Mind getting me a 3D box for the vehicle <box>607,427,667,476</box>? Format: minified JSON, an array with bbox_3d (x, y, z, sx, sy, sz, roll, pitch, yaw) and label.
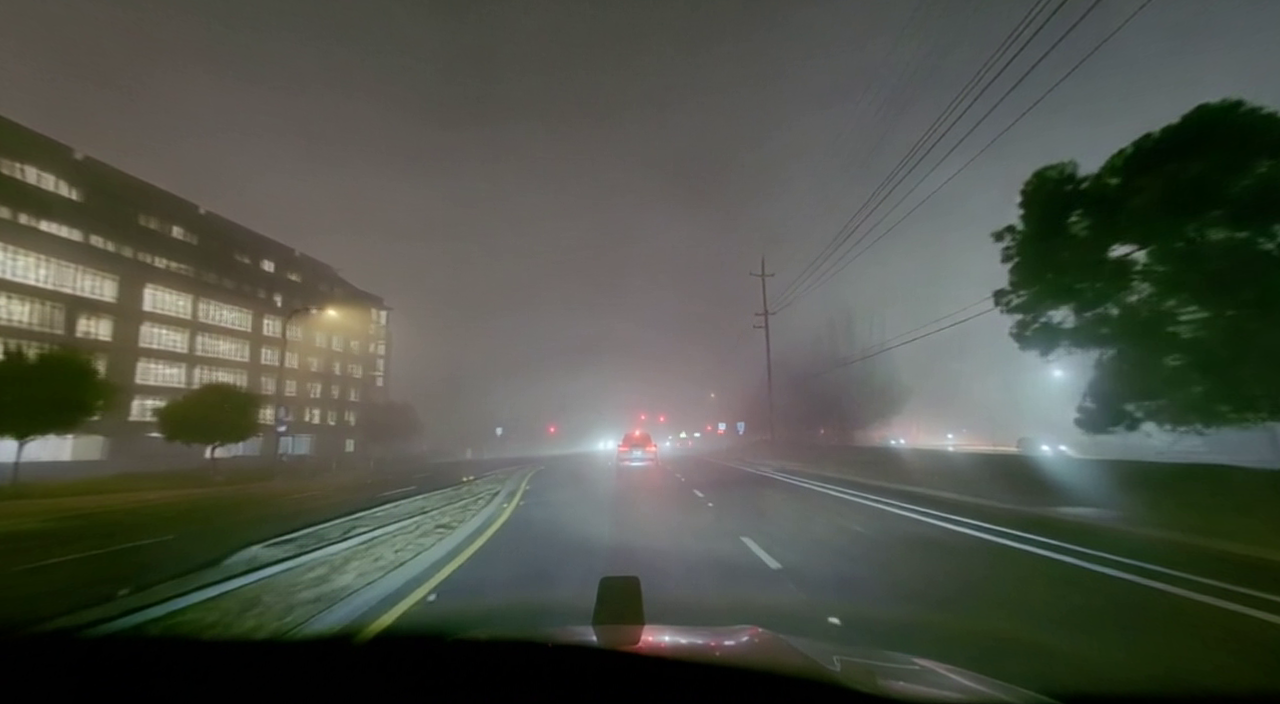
[{"bbox_3d":[-0.112,3.928,25.109,2.189,1.776,4.342,0,-9,0],"label":"vehicle"}]
